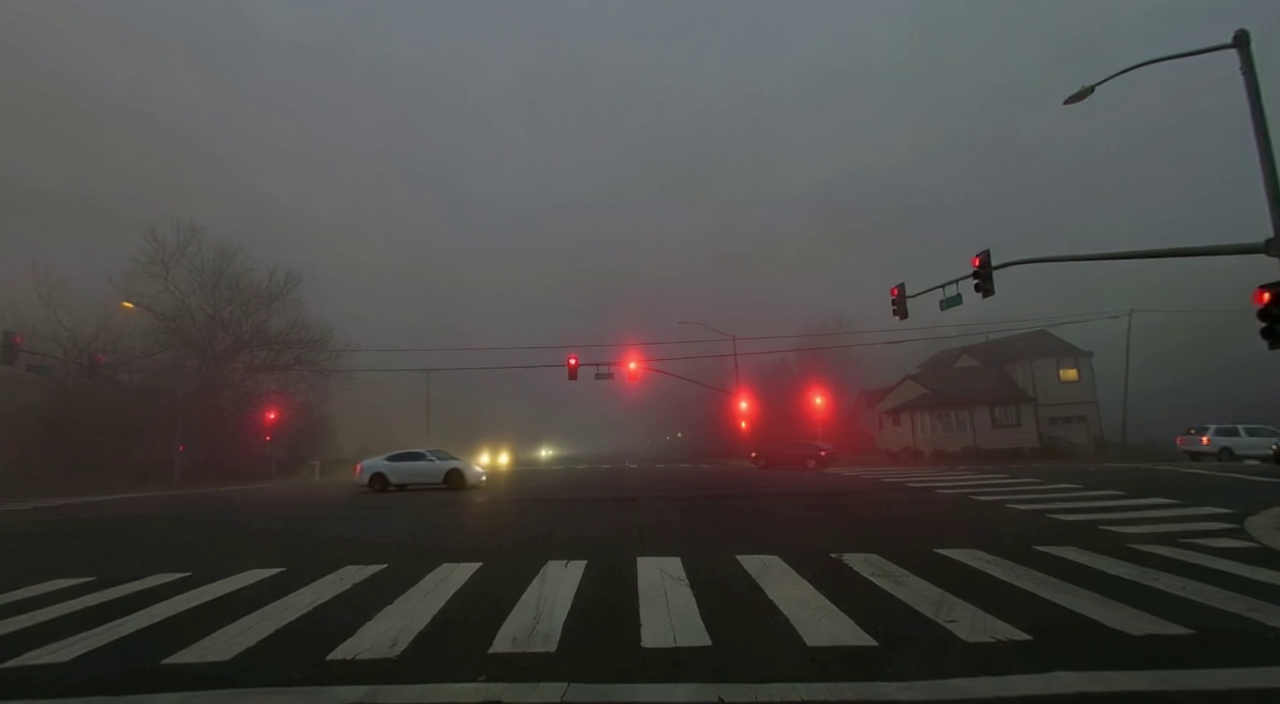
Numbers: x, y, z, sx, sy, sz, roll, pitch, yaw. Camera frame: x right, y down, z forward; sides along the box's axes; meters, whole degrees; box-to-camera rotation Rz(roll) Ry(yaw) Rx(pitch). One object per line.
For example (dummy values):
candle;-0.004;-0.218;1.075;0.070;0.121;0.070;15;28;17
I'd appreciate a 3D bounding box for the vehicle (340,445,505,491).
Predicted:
vehicle;-7.210;3.879;21.327;4.823;1.449;2.017;-1;-9;1

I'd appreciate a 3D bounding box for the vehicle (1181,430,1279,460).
vehicle;31.321;4.879;33.015;4.318;1.488;1.870;0;-9;-1

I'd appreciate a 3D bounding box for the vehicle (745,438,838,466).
vehicle;8.795;5.839;36.943;4.873;1.539;1.932;-8;-11;40
